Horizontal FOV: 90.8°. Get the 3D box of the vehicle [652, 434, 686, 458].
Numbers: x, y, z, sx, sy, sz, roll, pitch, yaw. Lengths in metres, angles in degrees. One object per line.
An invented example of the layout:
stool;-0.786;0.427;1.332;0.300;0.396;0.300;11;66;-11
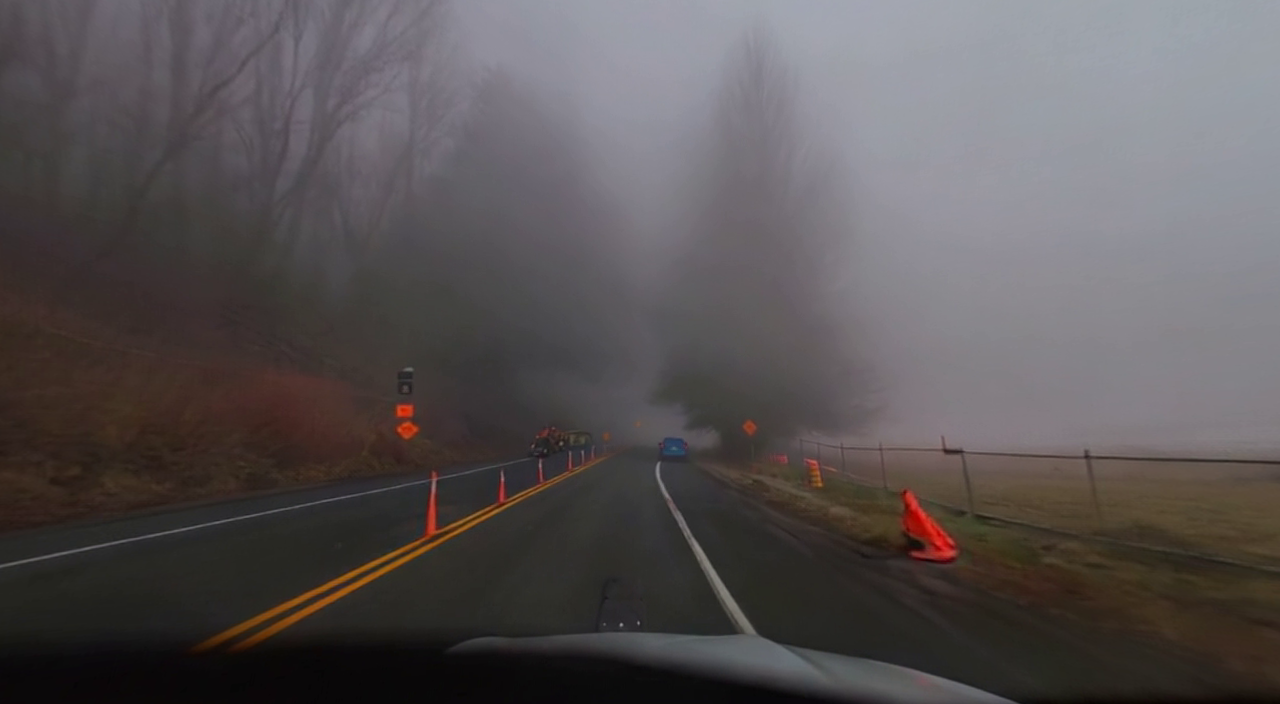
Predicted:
vehicle;1.950;6.259;42.142;2.172;1.486;3.581;0;-9;2
